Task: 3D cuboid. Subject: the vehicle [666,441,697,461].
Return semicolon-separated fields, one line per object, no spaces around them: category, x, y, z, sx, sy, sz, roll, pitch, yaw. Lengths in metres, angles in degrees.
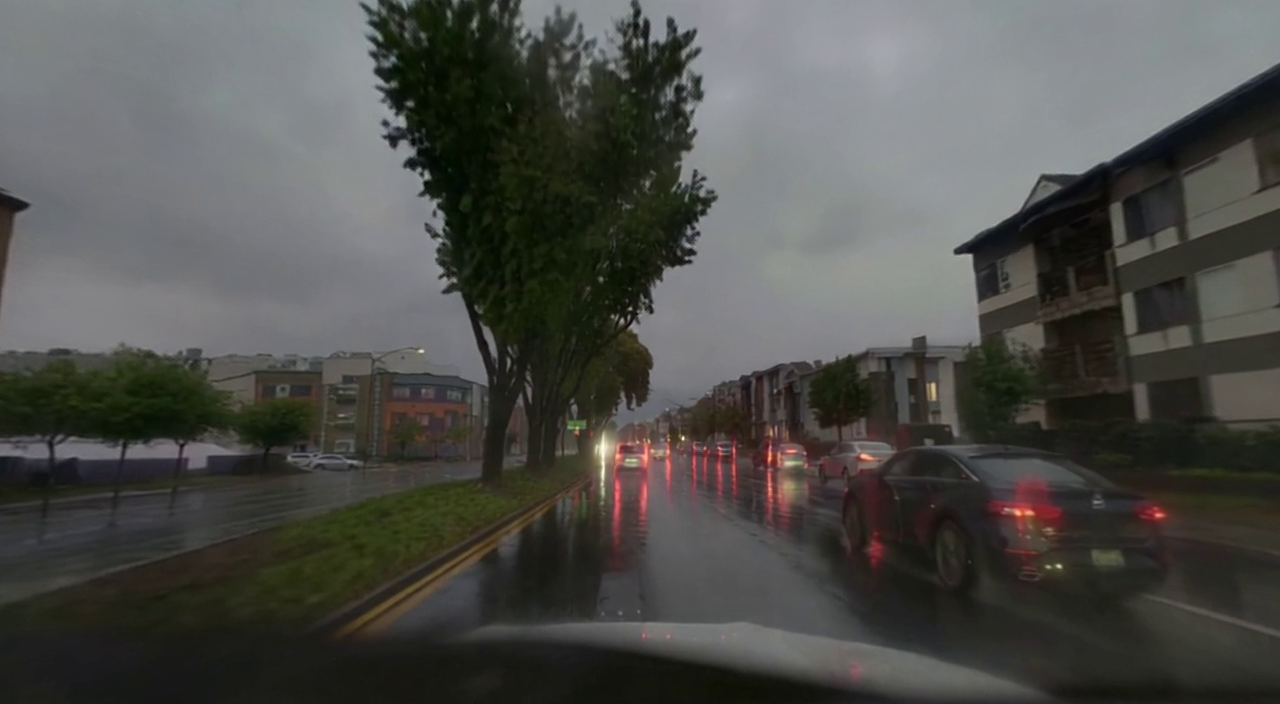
vehicle;3.073;7.409;47.427;1.910;1.474;4.003;0;-8;-2

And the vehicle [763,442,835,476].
vehicle;7.417;5.018;30.017;2.014;1.465;4.769;0;-8;-2

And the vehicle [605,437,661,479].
vehicle;-0.252;4.040;24.278;2.006;1.487;3.535;0;-8;0

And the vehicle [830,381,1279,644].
vehicle;3.547;1.351;6.275;1.949;1.723;4.020;0;-8;-1
